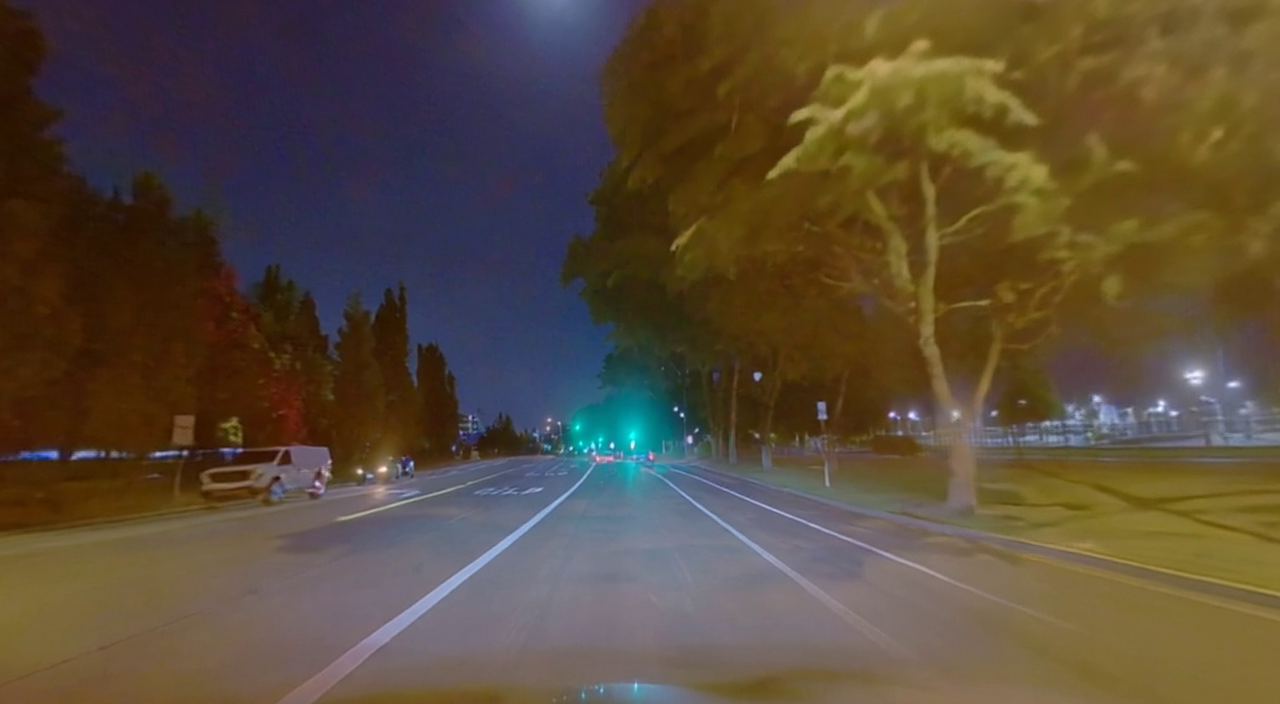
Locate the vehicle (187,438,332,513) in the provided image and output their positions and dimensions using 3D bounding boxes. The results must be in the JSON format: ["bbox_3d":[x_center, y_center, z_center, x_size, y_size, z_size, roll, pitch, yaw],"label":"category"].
[{"bbox_3d":[-13.284,4.260,22.587,2.314,2.144,5.403,-3,-8,-6],"label":"vehicle"}]

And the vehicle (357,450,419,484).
[{"bbox_3d":[-14.437,6.629,36.476,2.090,1.680,4.434,-2,-10,-5],"label":"vehicle"}]
